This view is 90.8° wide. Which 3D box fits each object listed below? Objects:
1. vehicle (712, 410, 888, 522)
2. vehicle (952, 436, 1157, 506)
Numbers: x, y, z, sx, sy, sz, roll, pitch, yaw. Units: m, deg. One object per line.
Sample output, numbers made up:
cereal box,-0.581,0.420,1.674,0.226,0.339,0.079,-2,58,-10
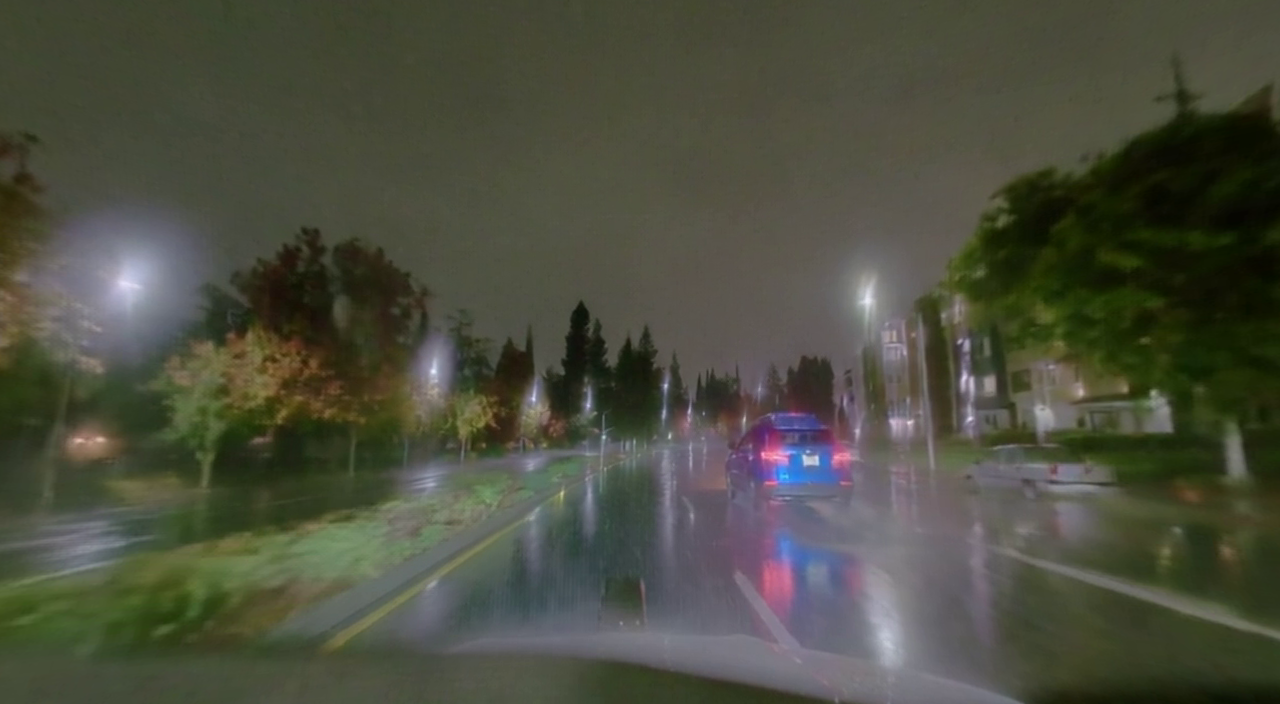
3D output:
vehicle,2.866,2.194,12.615,2.215,1.812,4.569,0,-9,-1
vehicle,9.977,2.875,15.795,1.893,1.469,4.615,0,-9,-2
